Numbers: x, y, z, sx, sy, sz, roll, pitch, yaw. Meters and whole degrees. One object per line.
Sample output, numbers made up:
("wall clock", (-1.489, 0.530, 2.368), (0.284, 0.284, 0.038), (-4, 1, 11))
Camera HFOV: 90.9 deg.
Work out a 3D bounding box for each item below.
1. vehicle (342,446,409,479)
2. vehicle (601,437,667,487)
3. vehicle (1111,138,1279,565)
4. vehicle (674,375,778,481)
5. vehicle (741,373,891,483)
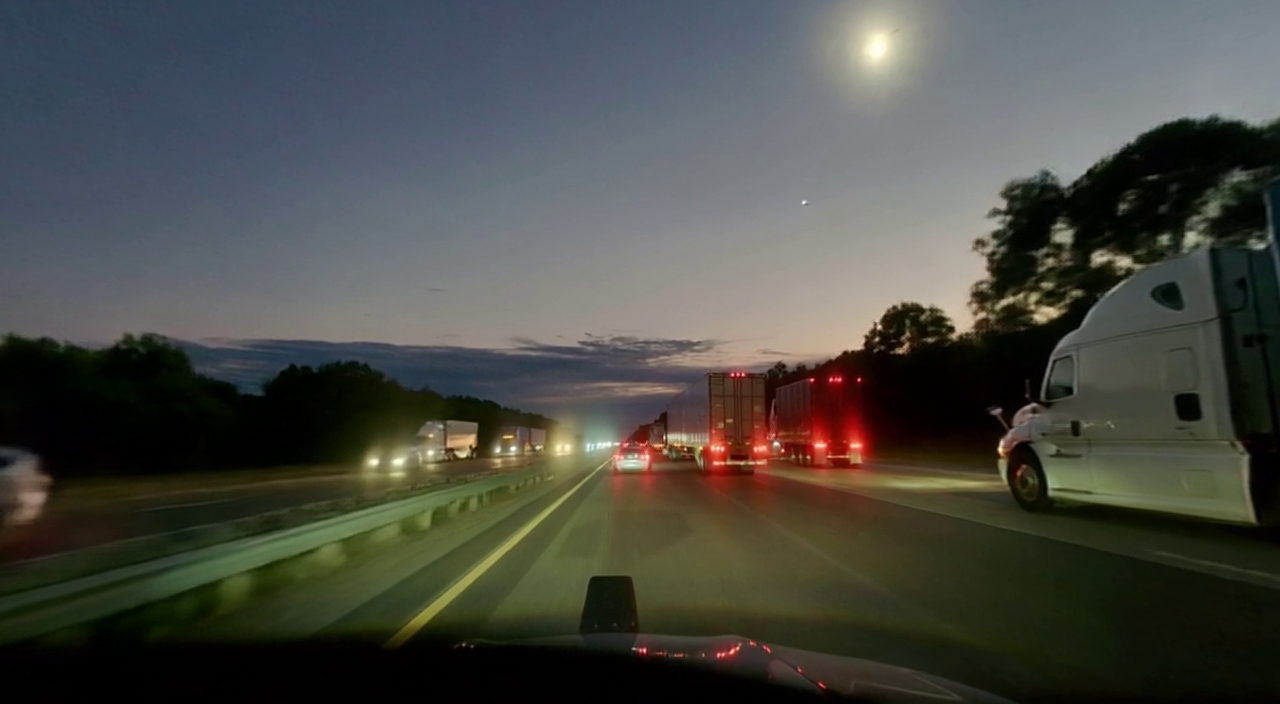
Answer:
("vehicle", (-12.790, 5.357, 30.718), (1.767, 1.442, 3.559), (0, -8, -1))
("vehicle", (-0.238, 3.633, 21.208), (2.038, 1.477, 3.773), (0, -8, -2))
("vehicle", (8.171, -0.686, 1.318), (3.110, 4.308, 14.260), (0, -8, -1))
("vehicle", (3.711, 3.878, 31.683), (2.888, 4.099, 14.183), (0, -8, -2))
("vehicle", (7.731, 3.780, 30.771), (2.876, 4.111, 14.145), (0, -8, -2))
